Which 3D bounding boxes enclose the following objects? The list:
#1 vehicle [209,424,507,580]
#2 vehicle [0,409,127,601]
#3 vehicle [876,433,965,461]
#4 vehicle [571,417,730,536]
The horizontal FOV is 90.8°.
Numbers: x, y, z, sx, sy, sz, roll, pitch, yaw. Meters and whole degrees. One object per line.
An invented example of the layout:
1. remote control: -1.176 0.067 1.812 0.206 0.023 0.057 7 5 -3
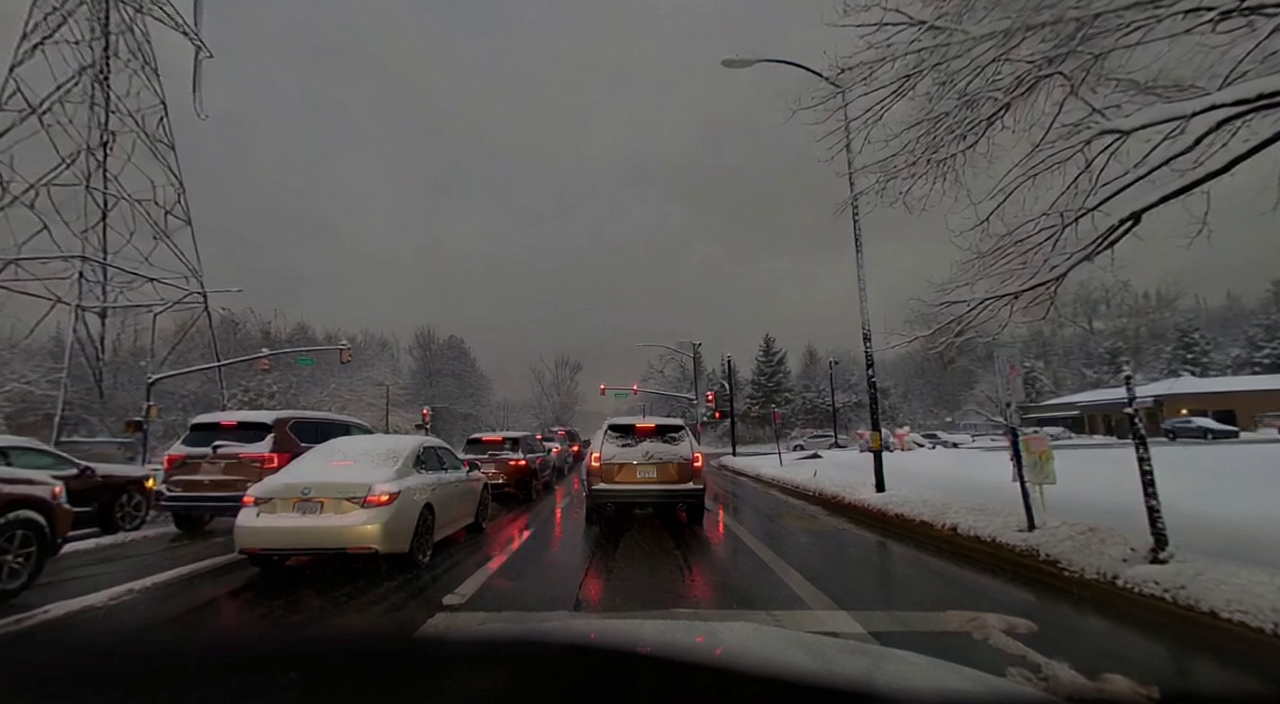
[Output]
1. vehicle: -3.176 1.764 8.340 1.973 1.469 4.448 0 -8 -1
2. vehicle: -6.348 1.189 4.611 1.866 1.602 3.938 0 -8 0
3. vehicle: 15.027 5.106 33.947 3.858 1.437 1.899 1 -8 -6
4. vehicle: 0.085 2.072 11.127 2.239 1.661 4.224 0 -8 -2
